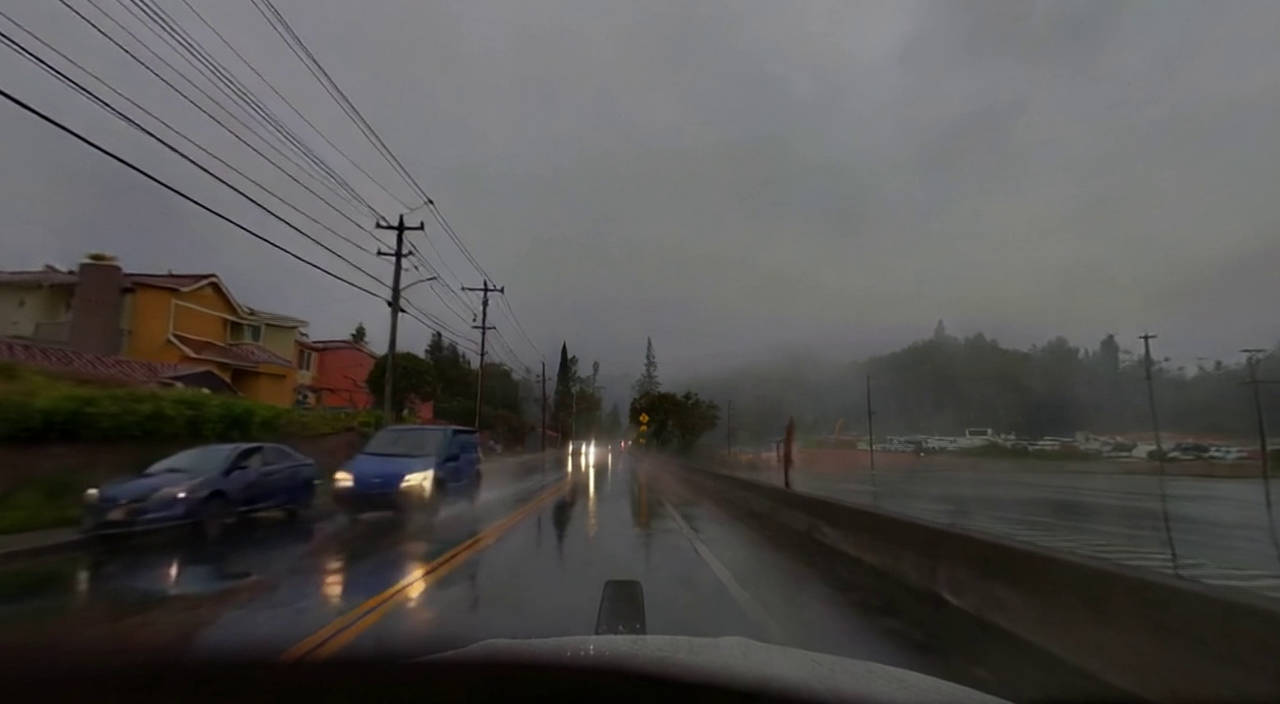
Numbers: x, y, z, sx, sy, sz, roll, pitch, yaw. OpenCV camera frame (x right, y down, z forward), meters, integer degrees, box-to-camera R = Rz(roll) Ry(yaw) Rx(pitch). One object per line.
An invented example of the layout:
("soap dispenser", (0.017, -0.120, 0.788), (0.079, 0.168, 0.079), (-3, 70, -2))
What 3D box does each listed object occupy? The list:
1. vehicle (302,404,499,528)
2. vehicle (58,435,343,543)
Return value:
("vehicle", (-4.246, 2.122, 12.206), (2.057, 1.905, 4.670), (0, -9, -2))
("vehicle", (-7.470, 2.337, 11.569), (1.863, 1.522, 4.901), (0, -9, -3))
